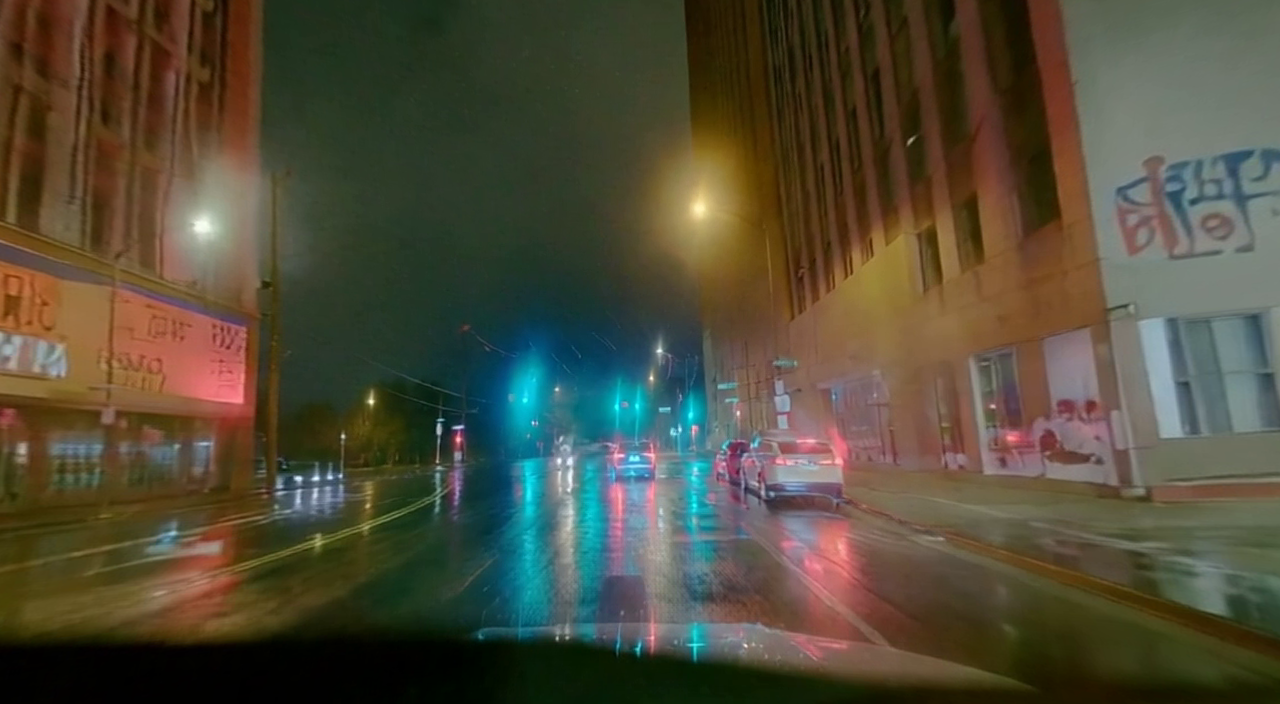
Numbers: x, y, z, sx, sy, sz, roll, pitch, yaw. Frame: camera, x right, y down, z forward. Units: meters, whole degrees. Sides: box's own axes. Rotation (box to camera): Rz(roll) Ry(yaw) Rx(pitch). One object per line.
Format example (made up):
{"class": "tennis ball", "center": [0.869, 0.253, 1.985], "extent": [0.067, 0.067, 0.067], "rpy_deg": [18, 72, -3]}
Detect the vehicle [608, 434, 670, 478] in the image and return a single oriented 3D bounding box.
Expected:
{"class": "vehicle", "center": [-0.029, 3.931, 23.998], "extent": [2.153, 1.505, 4.452], "rpy_deg": [0, -8, 0]}

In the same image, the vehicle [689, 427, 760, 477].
{"class": "vehicle", "center": [3.191, 3.903, 24.687], "extent": [2.060, 1.783, 4.579], "rpy_deg": [0, -8, -1]}

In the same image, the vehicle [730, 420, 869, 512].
{"class": "vehicle", "center": [3.337, 2.477, 14.135], "extent": [1.938, 1.714, 4.402], "rpy_deg": [0, -8, -1]}
